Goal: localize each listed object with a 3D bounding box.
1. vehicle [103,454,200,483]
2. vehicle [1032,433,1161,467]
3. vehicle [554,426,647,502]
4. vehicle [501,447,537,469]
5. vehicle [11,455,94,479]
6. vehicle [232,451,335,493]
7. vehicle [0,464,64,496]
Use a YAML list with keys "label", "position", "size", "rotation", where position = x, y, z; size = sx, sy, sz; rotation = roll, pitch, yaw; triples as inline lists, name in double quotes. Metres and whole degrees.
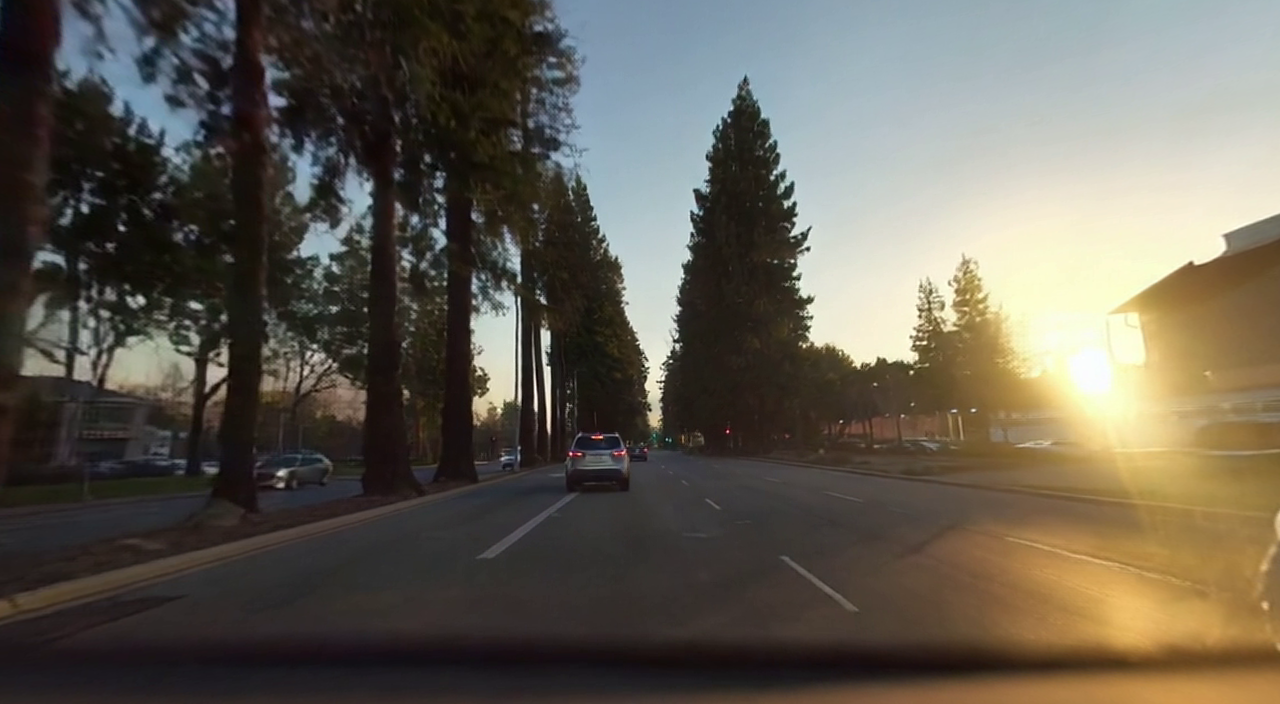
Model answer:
- label: "vehicle"
  position: [-29.246, 6.957, 37.889]
  size: [4.287, 1.464, 2.016]
  rotation: [-3, -8, 6]
- label: "vehicle"
  position: [20.702, 4.468, 28.802]
  size: [4.339, 1.456, 2.030]
  rotation: [0, -8, -2]
- label: "vehicle"
  position: [-1.119, 3.138, 18.197]
  size: [2.300, 1.870, 4.936]
  rotation: [0, -8, -3]
- label: "vehicle"
  position: [-9.164, 8.071, 48.228]
  size: [2.001, 1.579, 3.930]
  rotation: [0, -8, 0]
- label: "vehicle"
  position: [-41.886, 8.196, 45.106]
  size: [3.932, 1.582, 1.808]
  rotation: [0, -8, -4]
- label: "vehicle"
  position: [-15.547, 5.209, 27.851]
  size: [2.022, 1.615, 4.324]
  rotation: [0, -8, 0]
- label: "vehicle"
  position: [-29.603, 6.021, 29.755]
  size: [3.266, 1.362, 1.657]
  rotation: [0, -8, 0]
